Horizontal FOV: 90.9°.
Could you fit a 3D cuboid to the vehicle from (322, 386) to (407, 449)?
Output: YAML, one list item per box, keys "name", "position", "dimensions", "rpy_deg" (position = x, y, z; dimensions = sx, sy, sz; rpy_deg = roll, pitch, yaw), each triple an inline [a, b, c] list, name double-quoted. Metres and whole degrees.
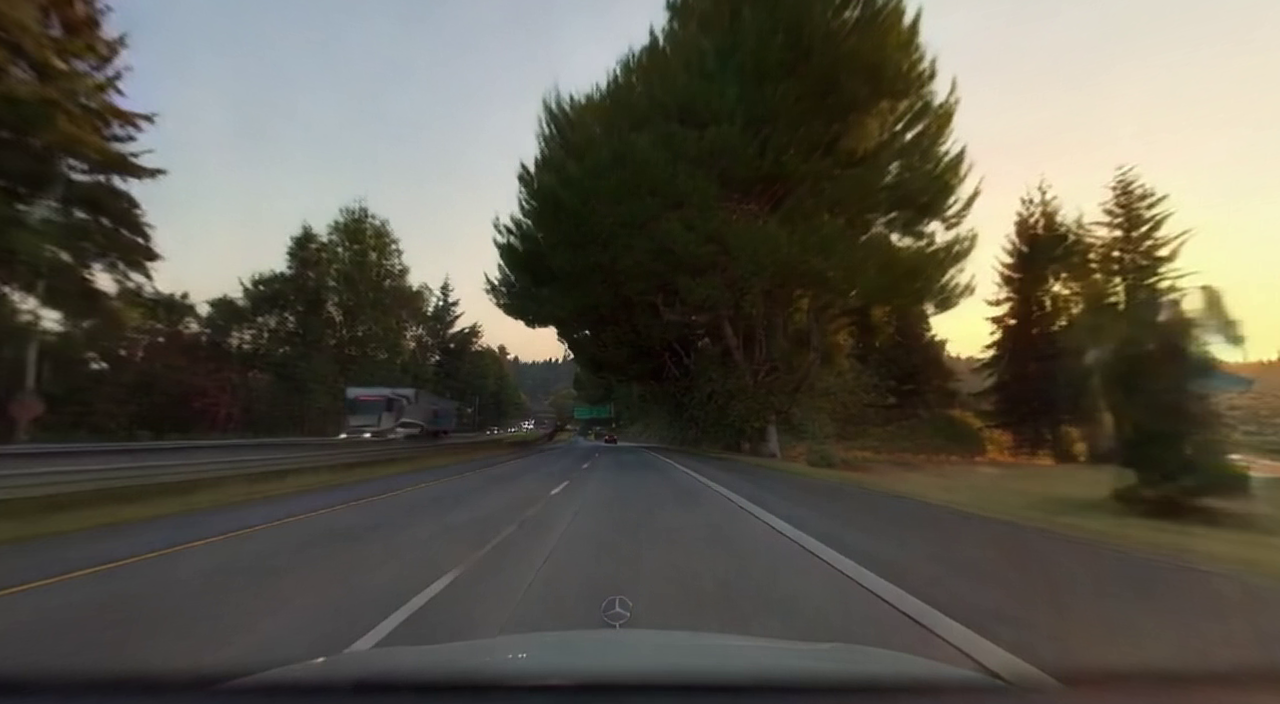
- name: "vehicle"
  position: [-17.979, 4.385, 41.602]
  dimensions: [2.989, 3.819, 5.967]
  rpy_deg: [0, -8, -2]
